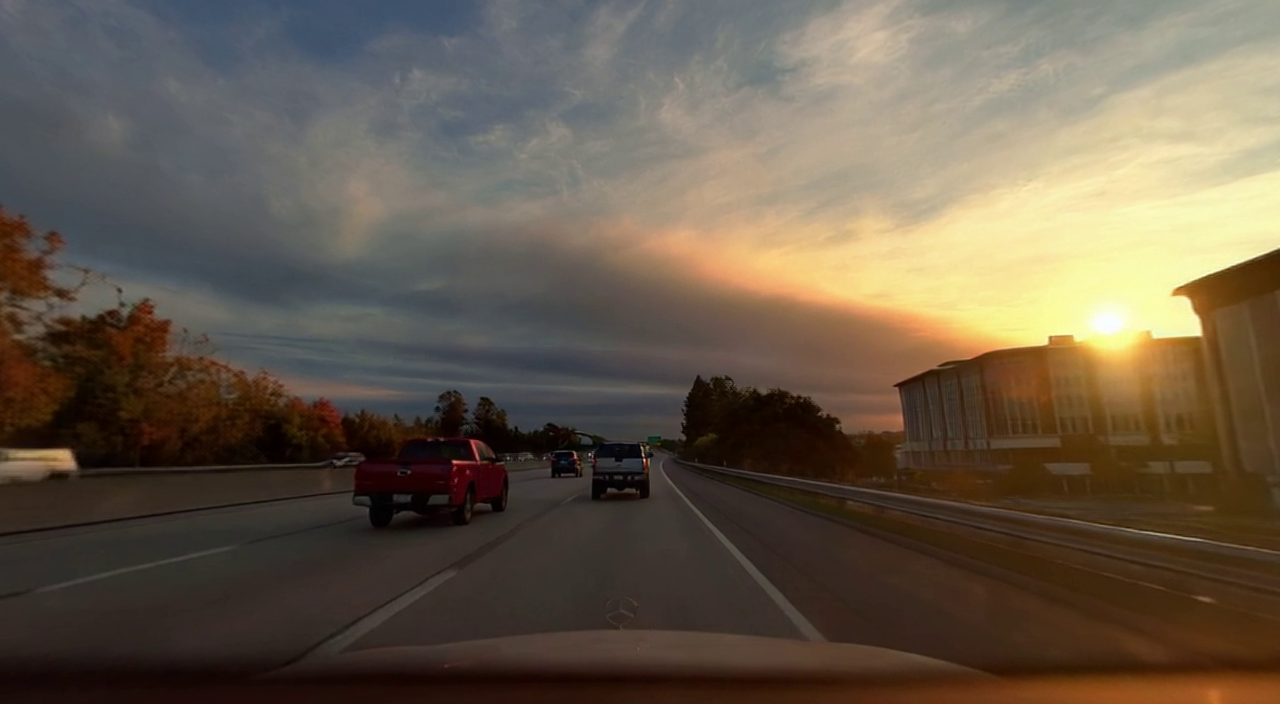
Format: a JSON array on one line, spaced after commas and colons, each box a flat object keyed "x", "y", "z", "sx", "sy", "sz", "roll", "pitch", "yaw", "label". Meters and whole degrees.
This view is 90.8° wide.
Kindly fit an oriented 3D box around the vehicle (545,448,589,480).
[{"x": -4.307, "y": 6.661, "z": 37.975, "sx": 1.991, "sy": 1.776, "sz": 4.333, "roll": 0, "pitch": -8, "yaw": 1, "label": "vehicle"}]

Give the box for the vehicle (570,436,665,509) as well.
[{"x": -0.504, "y": 3.248, "z": 17.559, "sx": 2.293, "sy": 1.753, "sz": 4.380, "roll": 0, "pitch": -8, "yaw": 1, "label": "vehicle"}]

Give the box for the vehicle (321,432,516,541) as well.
[{"x": -4.024, "y": 2.523, "z": 12.652, "sx": 2.038, "sy": 1.704, "sz": 5.181, "roll": 0, "pitch": -8, "yaw": 0, "label": "vehicle"}]
